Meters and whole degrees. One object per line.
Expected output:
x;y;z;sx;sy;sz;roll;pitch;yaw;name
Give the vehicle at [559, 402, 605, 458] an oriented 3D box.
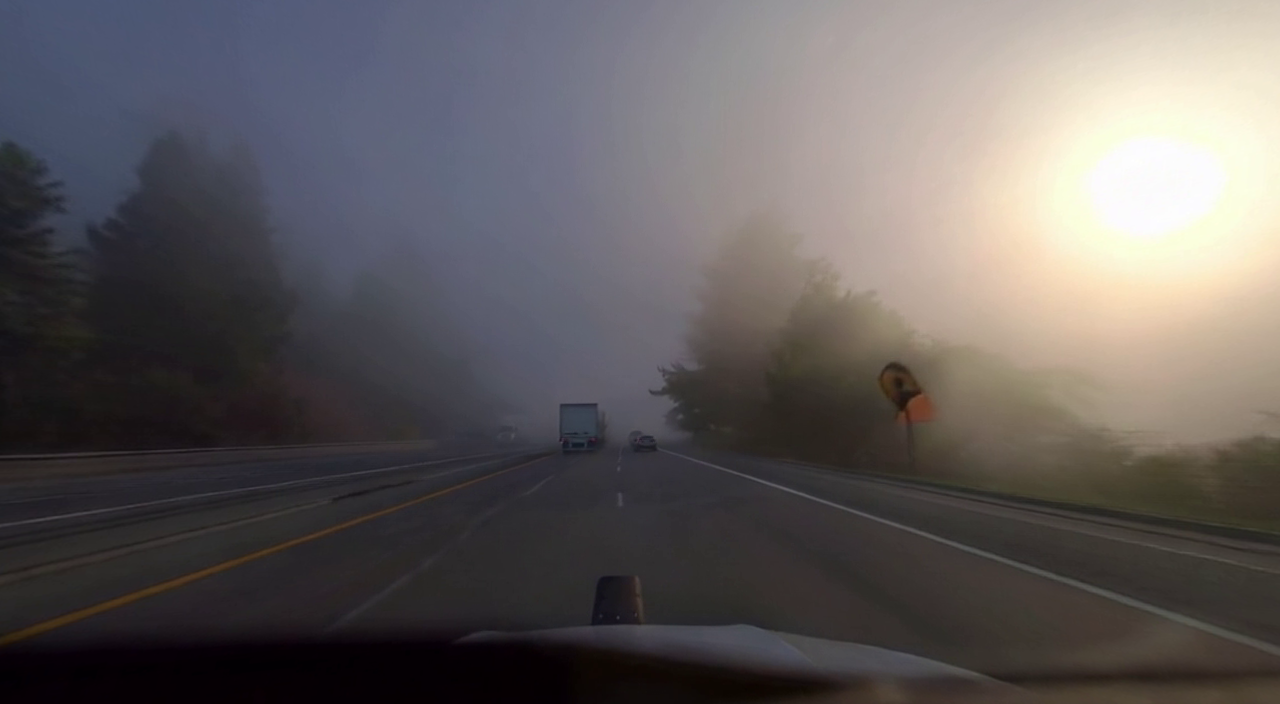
-3.419;4.807;38.746;2.450;3.098;6.965;0;-8;-2;vehicle
